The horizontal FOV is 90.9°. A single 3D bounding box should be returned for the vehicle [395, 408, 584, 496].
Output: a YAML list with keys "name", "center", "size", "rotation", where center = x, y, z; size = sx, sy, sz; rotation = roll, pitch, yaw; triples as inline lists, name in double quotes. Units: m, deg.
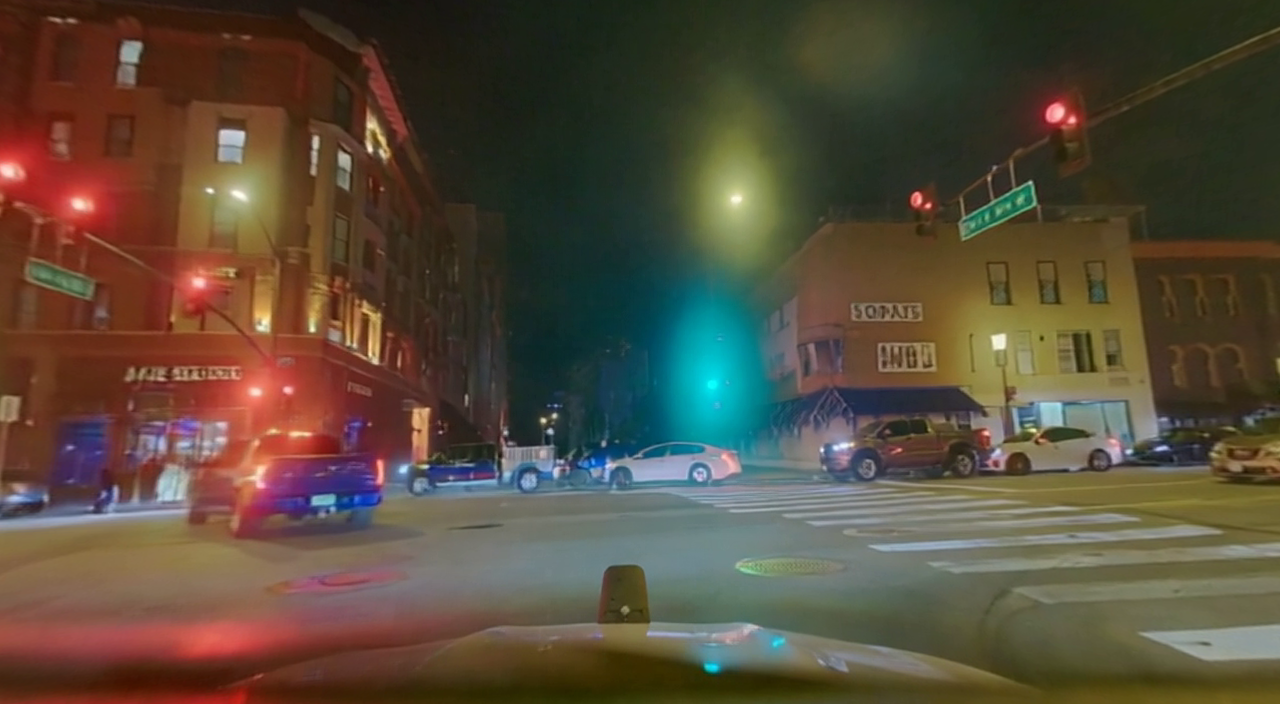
- name: "vehicle"
  center: [-5.130, 3.543, 22.563]
  size: [6.182, 2.913, 2.526]
  rotation: [1, -8, -5]

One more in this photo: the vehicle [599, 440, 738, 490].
- name: "vehicle"
  center: [0.870, 3.803, 21.392]
  size: [4.515, 1.583, 1.920]
  rotation: [1, -8, -4]

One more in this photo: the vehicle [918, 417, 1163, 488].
- name: "vehicle"
  center: [9.198, 2.316, 14.676]
  size: [4.600, 1.506, 1.878]
  rotation: [1, -9, -9]

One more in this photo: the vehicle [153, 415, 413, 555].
- name: "vehicle"
  center: [-6.982, 2.356, 12.048]
  size: [5.534, 2.020, 2.477]
  rotation: [-7, -11, 41]

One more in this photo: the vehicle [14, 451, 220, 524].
- name: "vehicle"
  center: [-16.796, 4.328, 20.496]
  size: [4.799, 1.909, 2.011]
  rotation: [-2, -7, -5]
